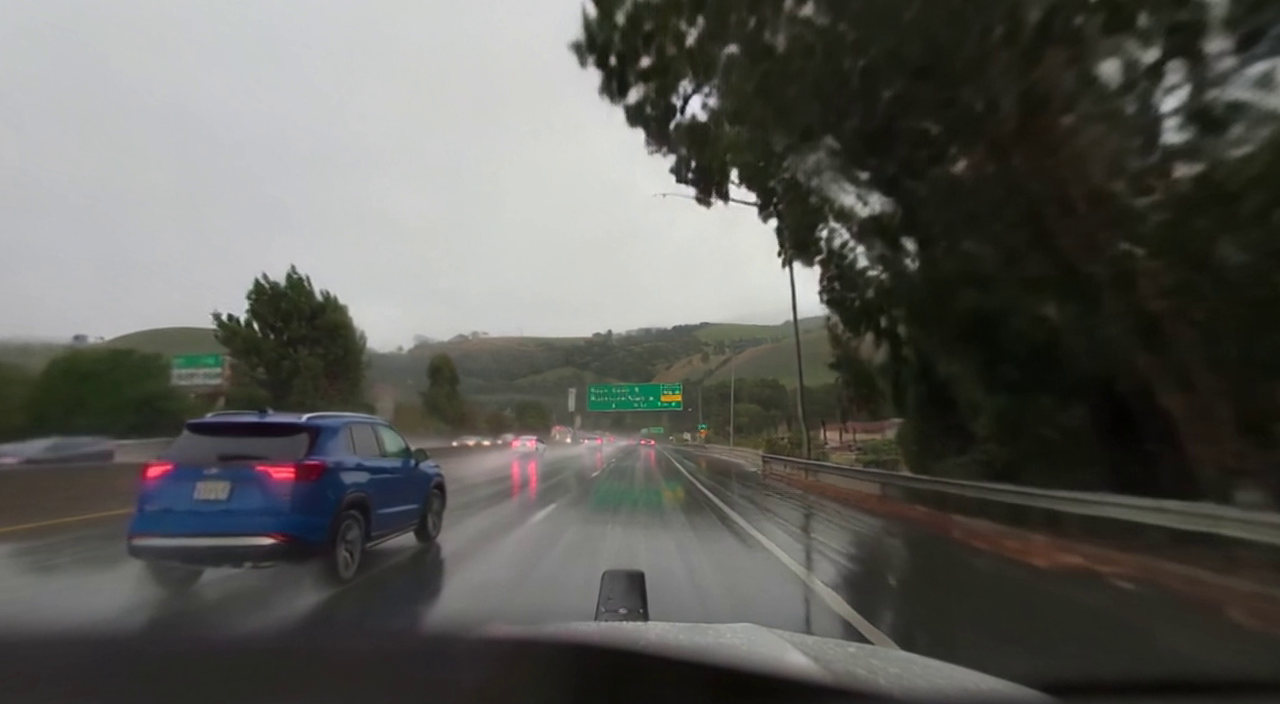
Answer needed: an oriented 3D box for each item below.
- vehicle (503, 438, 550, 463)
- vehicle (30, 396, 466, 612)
[{"bbox_3d":[-7.121,6.230,40.107,1.963,1.476,4.739,-1,-8,2],"label":"vehicle"},{"bbox_3d":[-3.770,1.538,7.333,2.138,1.718,4.415,0,-8,1],"label":"vehicle"}]
